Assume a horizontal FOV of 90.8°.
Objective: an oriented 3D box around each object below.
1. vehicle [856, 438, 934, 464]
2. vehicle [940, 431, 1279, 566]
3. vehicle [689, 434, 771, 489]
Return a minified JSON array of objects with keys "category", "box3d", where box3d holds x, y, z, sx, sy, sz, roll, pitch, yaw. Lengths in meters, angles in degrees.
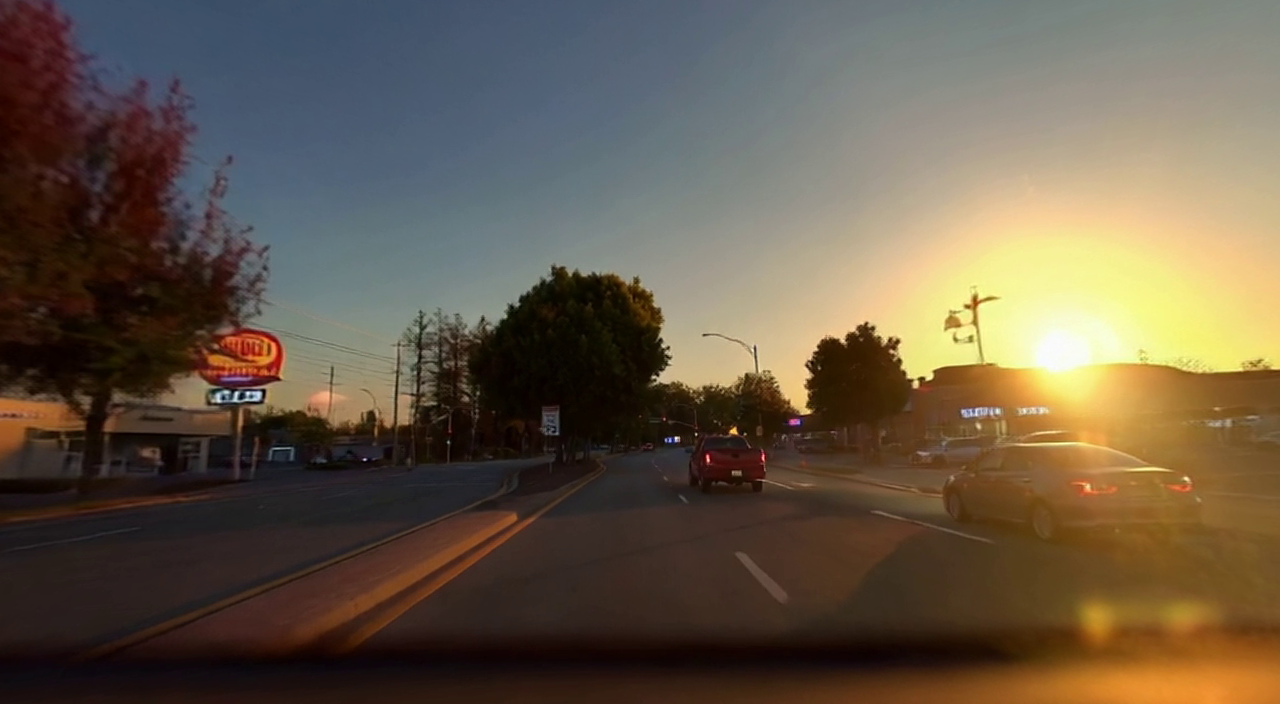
[{"category":"vehicle","box3d":[17.672,6.907,43.984,4.466,1.707,2.092,0,-9,-1]},{"category":"vehicle","box3d":[6.476,1.965,9.216,1.986,1.480,4.296,0,-9,-1]},{"category":"vehicle","box3d":[3.094,3.913,22.850,2.214,1.749,4.998,0,-9,0]}]
